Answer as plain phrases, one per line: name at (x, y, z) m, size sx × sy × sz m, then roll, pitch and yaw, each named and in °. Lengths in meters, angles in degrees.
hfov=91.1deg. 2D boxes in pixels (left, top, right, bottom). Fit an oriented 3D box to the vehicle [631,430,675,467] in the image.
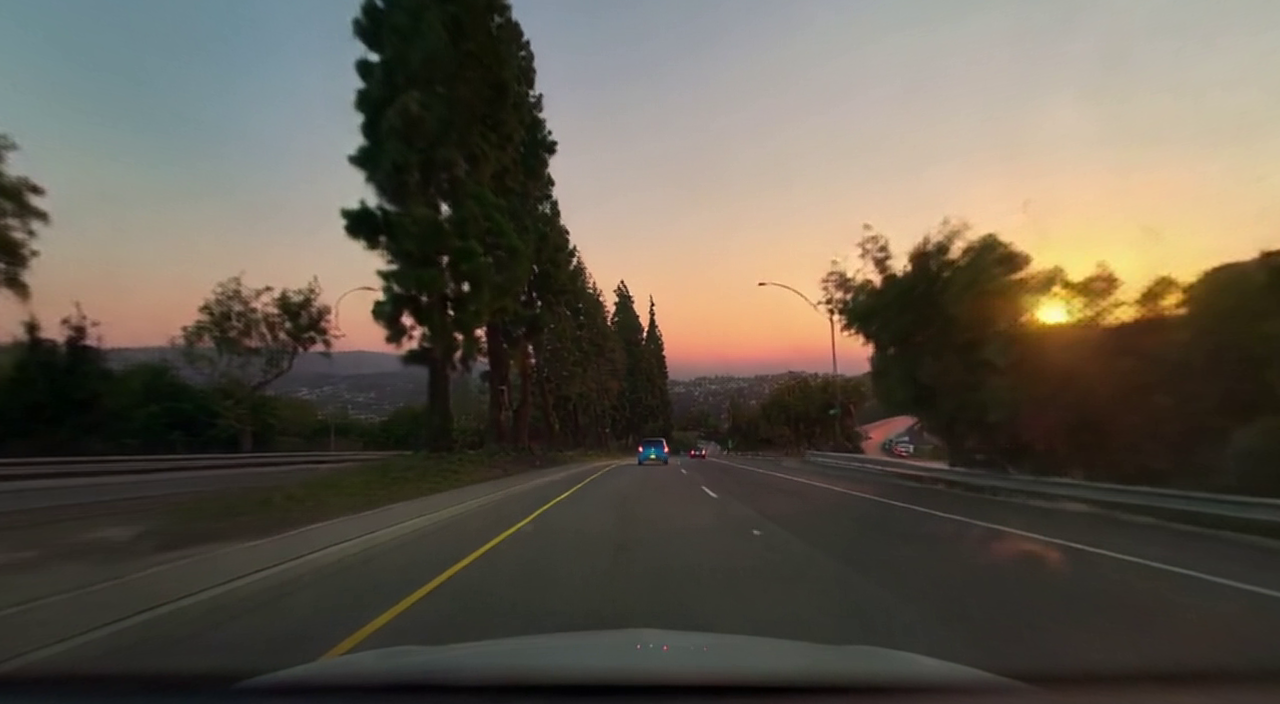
vehicle at (0.873, 6.074, 39.724) m, size 2.546 × 2.126 × 5.153 m, roll -1°, pitch -8°, yaw 2°
